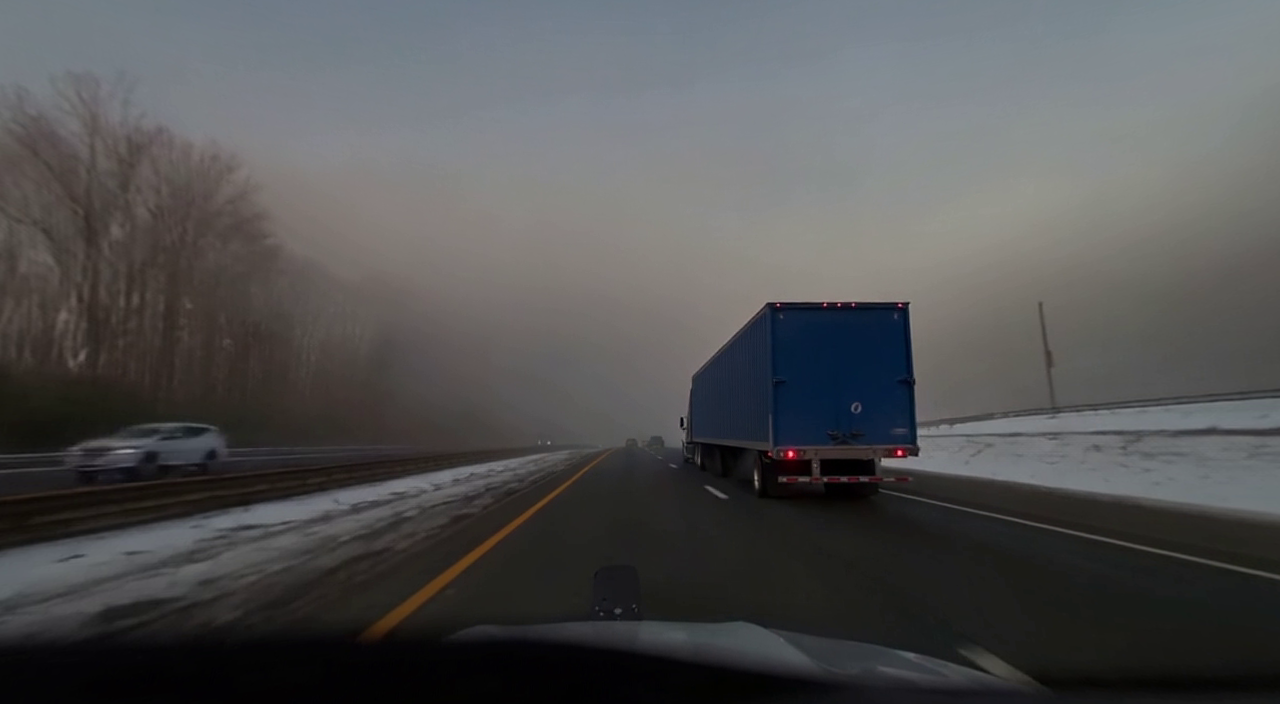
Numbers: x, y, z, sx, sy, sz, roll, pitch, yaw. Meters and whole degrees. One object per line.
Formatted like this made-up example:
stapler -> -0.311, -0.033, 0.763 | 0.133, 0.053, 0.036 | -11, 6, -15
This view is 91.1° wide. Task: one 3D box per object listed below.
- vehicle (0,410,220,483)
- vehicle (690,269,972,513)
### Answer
vehicle -> -12.809, 2.322, 15.641 | 1.878, 1.556, 4.128 | 0, -8, 0
vehicle -> 3.952, 1.777, 19.459 | 3.203, 4.273, 17.131 | 0, -8, -1
